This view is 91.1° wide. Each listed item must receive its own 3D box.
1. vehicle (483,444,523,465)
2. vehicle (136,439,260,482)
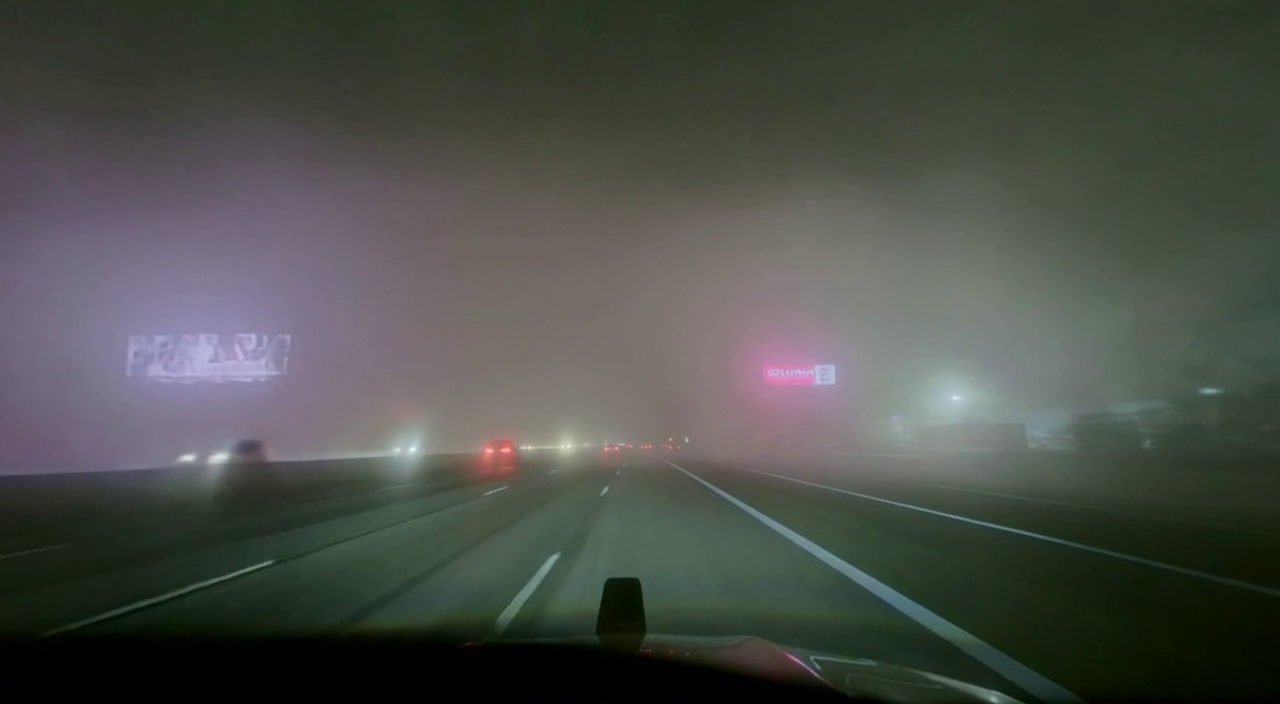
[{"bbox_3d":[-10.231,7.668,47.200,1.974,1.513,4.584,0,-9,0],"label":"vehicle"},{"bbox_3d":[-18.565,4.550,26.670,1.962,1.636,4.485,0,-9,1],"label":"vehicle"}]
